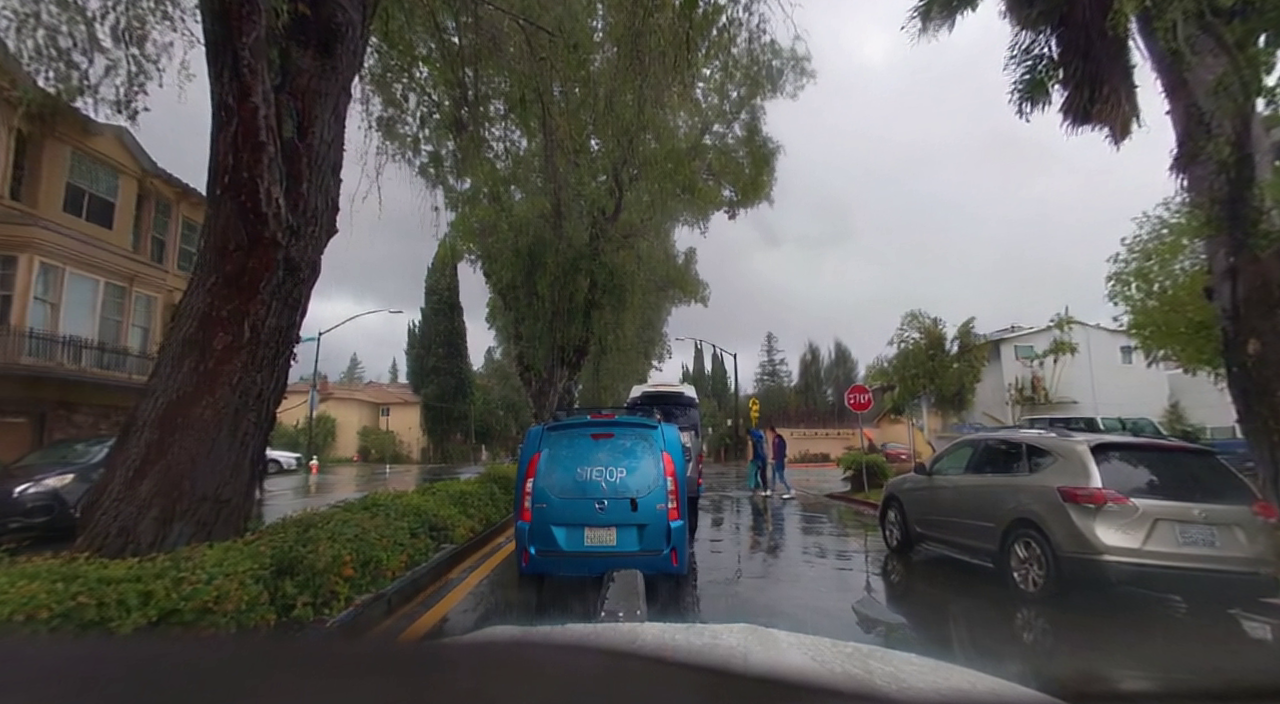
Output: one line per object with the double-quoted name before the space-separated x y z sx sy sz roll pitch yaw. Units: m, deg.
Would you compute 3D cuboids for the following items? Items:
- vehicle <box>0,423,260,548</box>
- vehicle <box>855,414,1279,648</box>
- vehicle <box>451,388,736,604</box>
"vehicle" -8.291 1.974 10.049 1.825 1.532 4.083 -3 -7 1
"vehicle" 4.219 1.646 6.898 1.959 1.581 4.731 4 -9 -2
"vehicle" -0.390 1.548 7.669 2.377 1.787 4.652 0 -8 0
